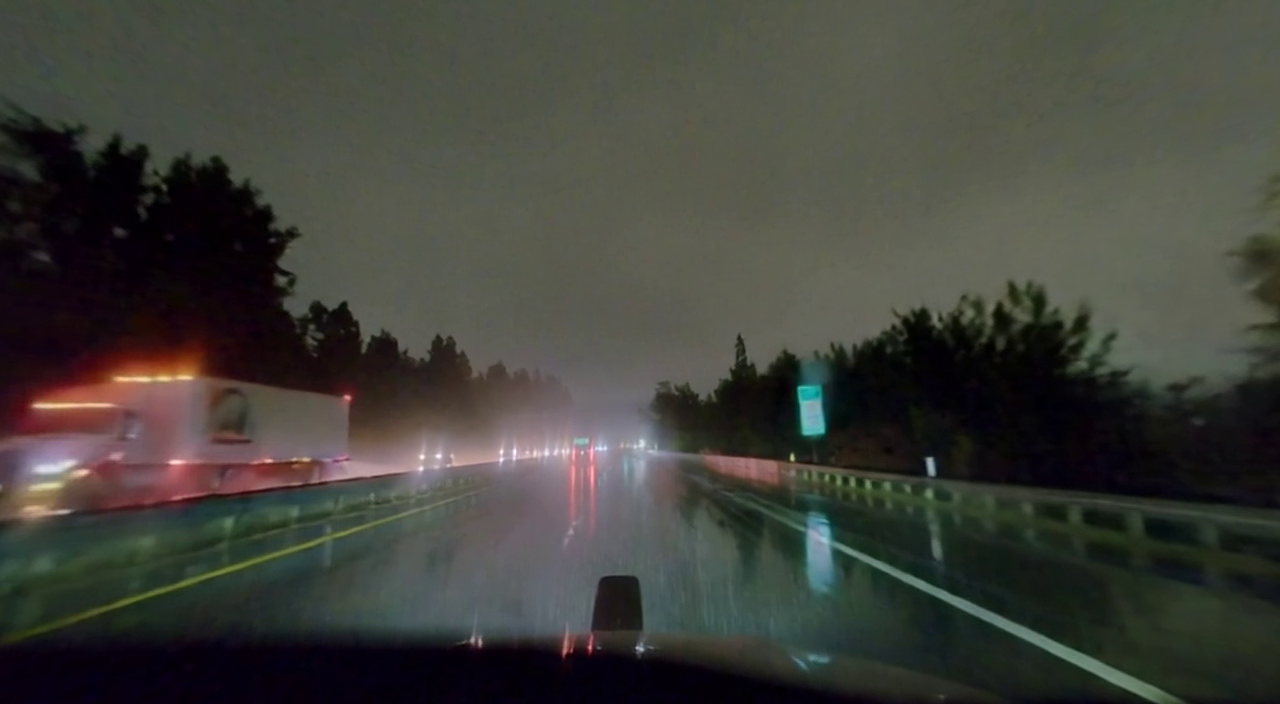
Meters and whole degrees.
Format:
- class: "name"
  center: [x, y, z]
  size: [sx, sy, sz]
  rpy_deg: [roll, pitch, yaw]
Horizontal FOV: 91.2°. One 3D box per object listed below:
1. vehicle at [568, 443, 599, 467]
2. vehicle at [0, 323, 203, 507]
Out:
- class: "vehicle"
  center: [-4.194, 7.710, 47.166]
  size: [2.098, 1.692, 4.038]
  rpy_deg: [0, -9, -1]
- class: "vehicle"
  center: [-16.359, 1.962, 18.141]
  size: [2.959, 4.473, 5.911]
  rpy_deg: [0, -9, -1]
